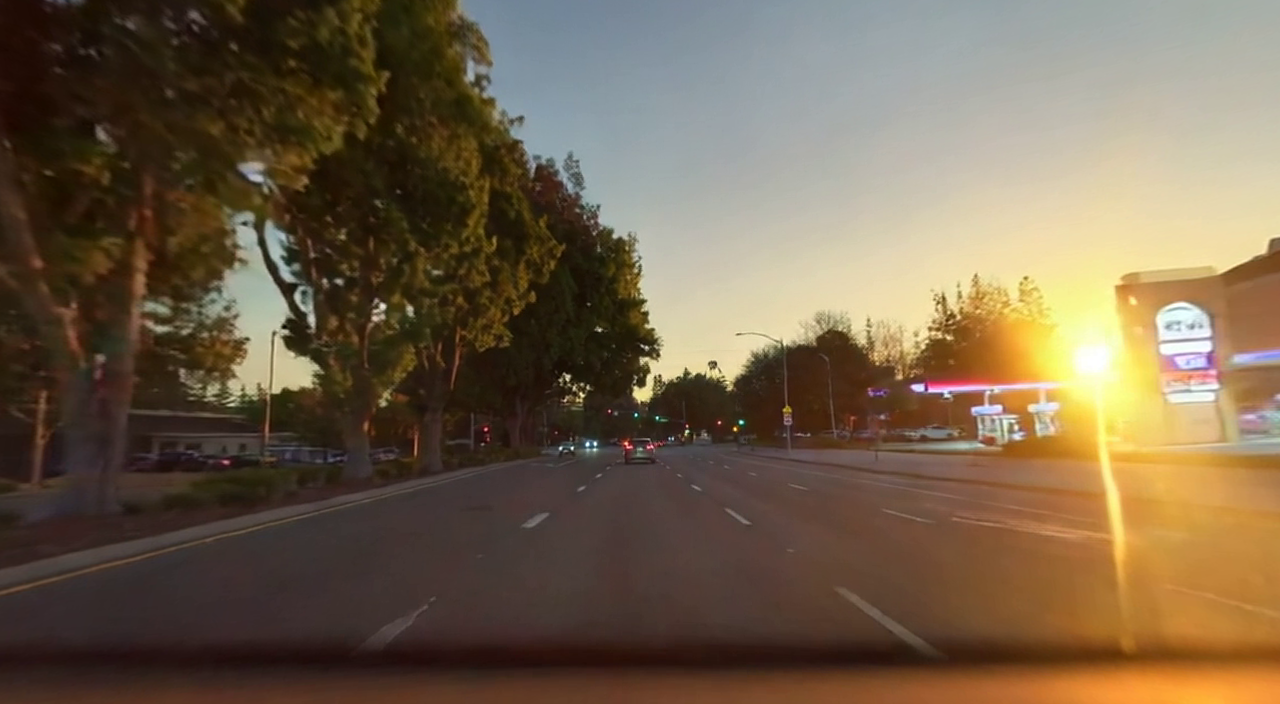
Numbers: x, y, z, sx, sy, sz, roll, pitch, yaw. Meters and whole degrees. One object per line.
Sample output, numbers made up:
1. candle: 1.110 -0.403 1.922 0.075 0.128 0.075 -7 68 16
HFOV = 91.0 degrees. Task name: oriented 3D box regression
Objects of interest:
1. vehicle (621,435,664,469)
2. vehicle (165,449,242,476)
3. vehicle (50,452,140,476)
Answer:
1. vehicle: 0.114 5.406 34.150 2.213 1.715 4.242 0 -9 -1
2. vehicle: -28.646 7.197 41.287 4.749 1.666 1.859 -4 -10 25
3. vehicle: -38.264 7.868 44.316 4.469 1.557 1.959 6 -11 -34
